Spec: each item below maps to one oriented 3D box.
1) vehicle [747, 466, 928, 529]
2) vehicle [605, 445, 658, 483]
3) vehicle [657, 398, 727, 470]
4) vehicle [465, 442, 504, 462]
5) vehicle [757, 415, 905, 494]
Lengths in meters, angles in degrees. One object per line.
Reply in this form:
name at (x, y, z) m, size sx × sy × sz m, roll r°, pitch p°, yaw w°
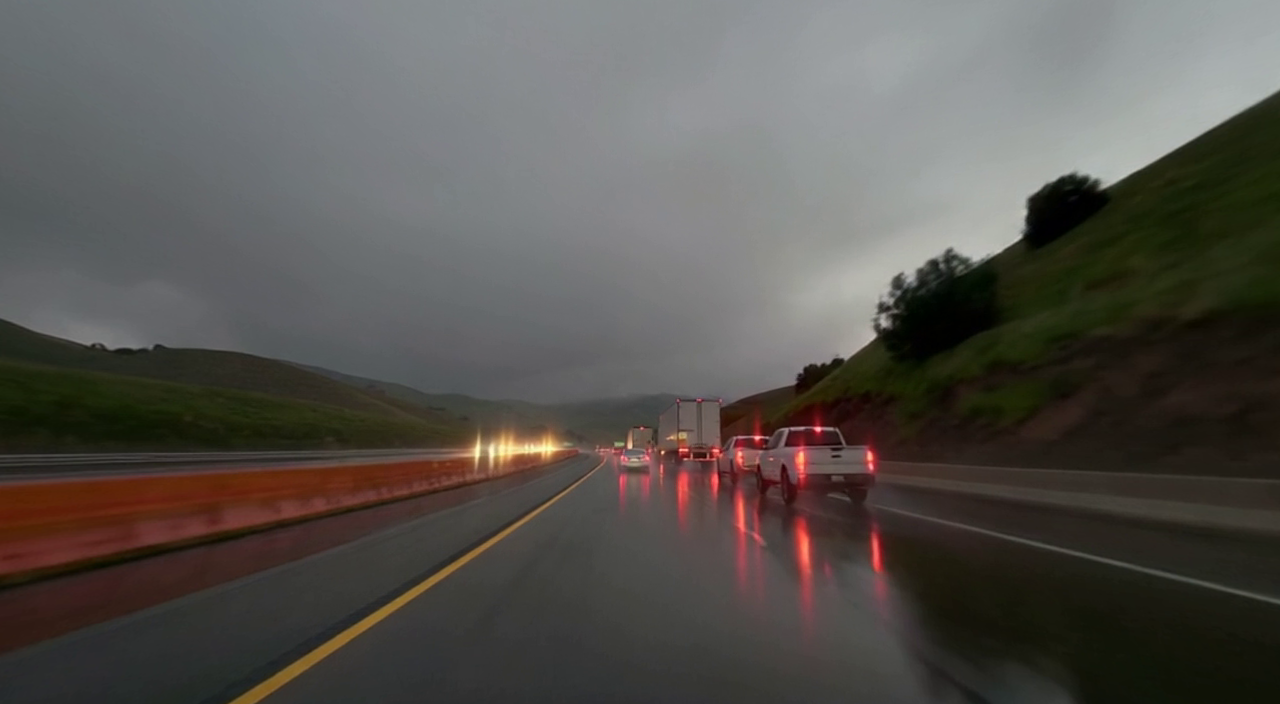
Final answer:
vehicle at (3.958, 3.059, 13.883) m, size 2.129 × 0.956 × 5.390 m, roll 0°, pitch -9°, yaw -2°
vehicle at (-0.351, 4.581, 25.991) m, size 2.029 × 1.437 × 3.794 m, roll 0°, pitch -9°, yaw -1°
vehicle at (3.149, 5.815, 43.256) m, size 2.911 × 4.099 × 14.578 m, roll 0°, pitch -9°, yaw -3°
vehicle at (-12.230, 7.885, 49.922) m, size 2.021 × 1.499 × 4.455 m, roll 0°, pitch -9°, yaw -1°
vehicle at (4.005, 2.261, 14.048) m, size 1.873 × 1.465 × 4.264 m, roll 0°, pitch -9°, yaw -1°
